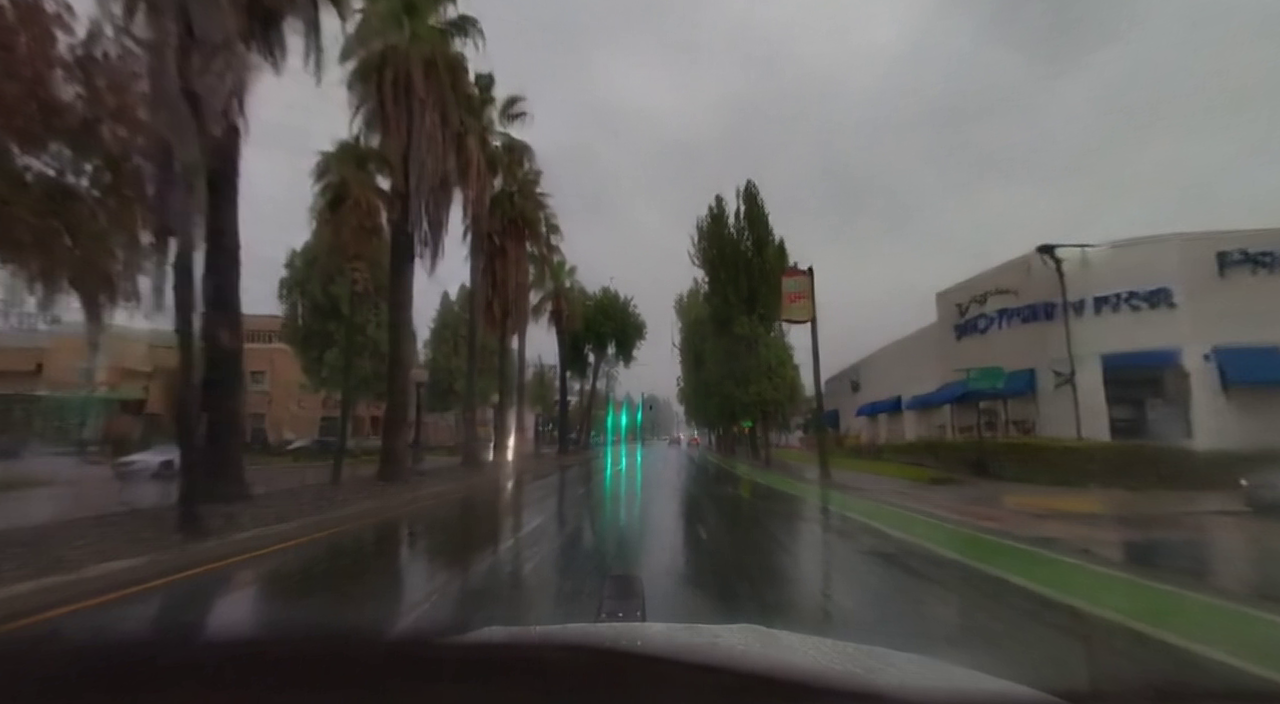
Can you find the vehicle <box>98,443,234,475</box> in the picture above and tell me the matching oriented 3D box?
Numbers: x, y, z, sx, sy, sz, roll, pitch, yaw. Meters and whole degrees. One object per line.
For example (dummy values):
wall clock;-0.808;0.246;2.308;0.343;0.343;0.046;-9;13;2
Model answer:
vehicle;-24.142;5.449;32.396;5.136;1.515;1.964;2;-8;-14
